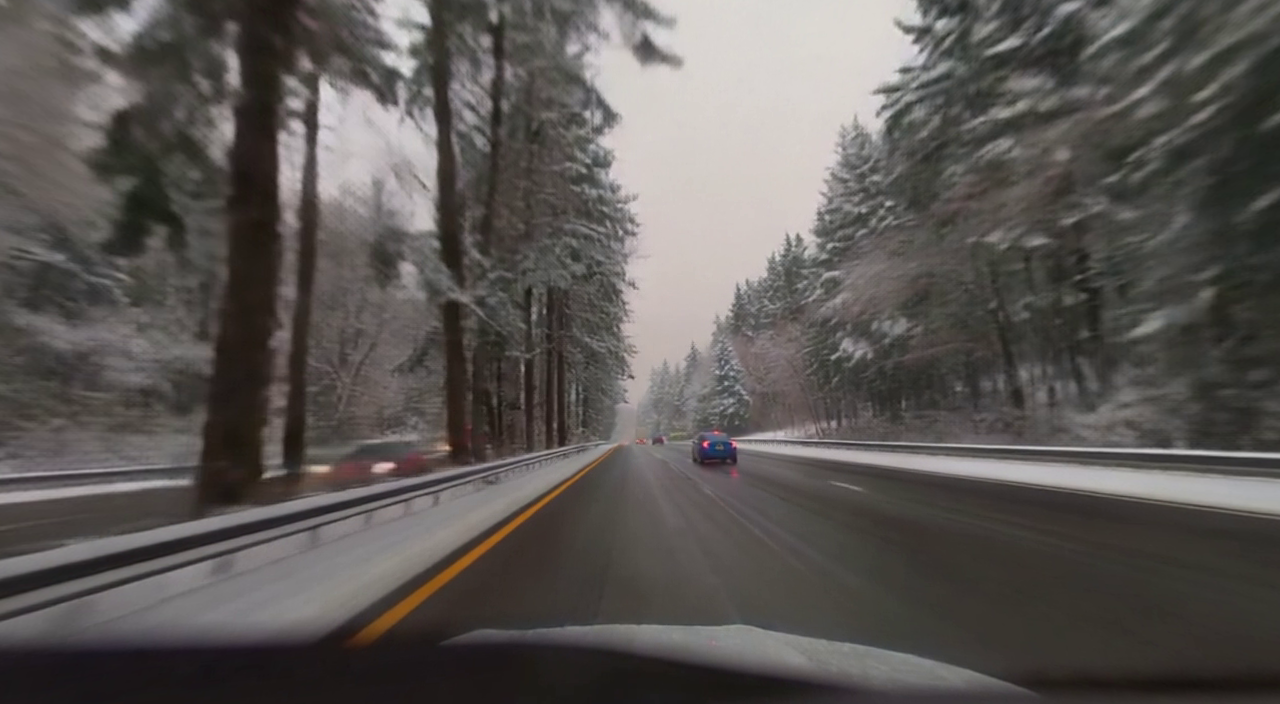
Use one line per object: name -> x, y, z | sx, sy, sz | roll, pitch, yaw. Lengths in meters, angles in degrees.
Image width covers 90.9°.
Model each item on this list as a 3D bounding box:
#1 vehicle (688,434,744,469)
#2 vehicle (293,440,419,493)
vehicle -> 3.555, 4.700, 30.098 | 2.017, 1.502, 4.369 | 0, -8, -2
vehicle -> -9.137, 3.677, 20.836 | 1.972, 1.497, 4.856 | 0, -8, -1
